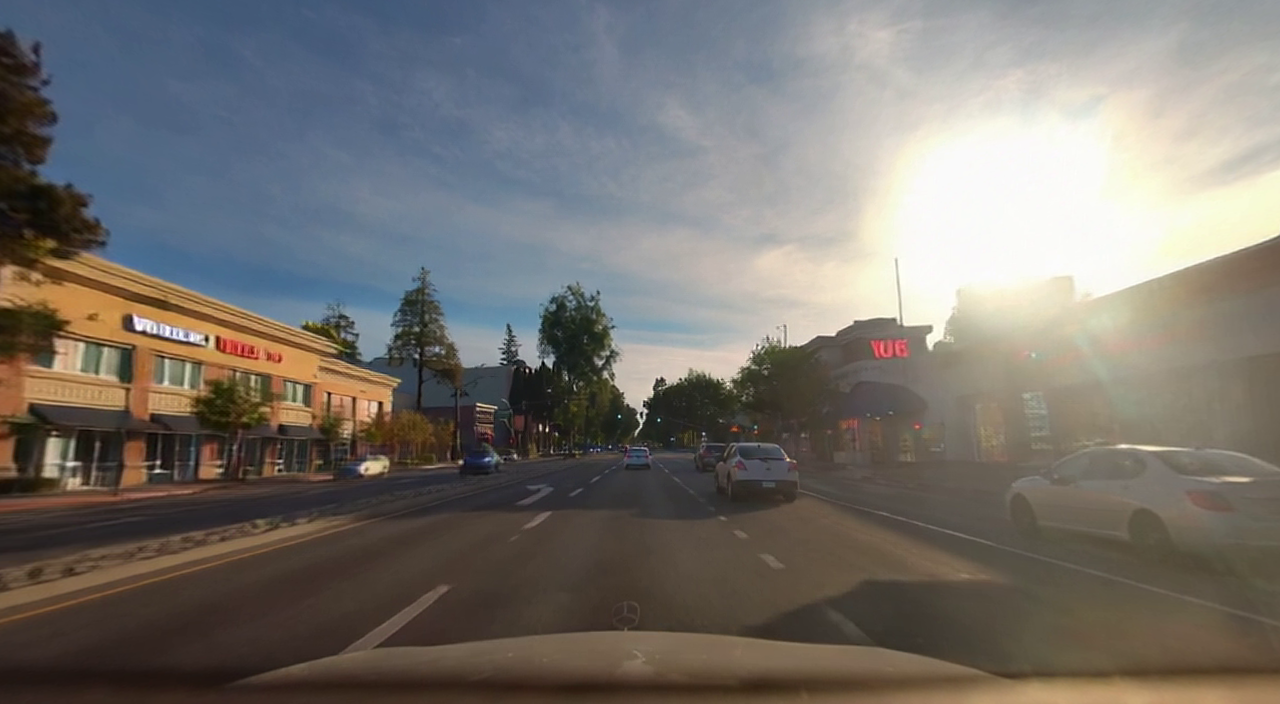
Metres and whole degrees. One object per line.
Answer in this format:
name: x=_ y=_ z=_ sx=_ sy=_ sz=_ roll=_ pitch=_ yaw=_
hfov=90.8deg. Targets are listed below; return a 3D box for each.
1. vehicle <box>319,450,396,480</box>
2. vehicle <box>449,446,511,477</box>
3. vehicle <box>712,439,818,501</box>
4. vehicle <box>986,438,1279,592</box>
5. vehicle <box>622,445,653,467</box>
vehicle: x=-15.851 y=6.352 z=35.733 sx=2.096 sy=1.512 sz=4.755 roll=0 pitch=-8 yaw=1
vehicle: x=-8.306 y=5.687 z=33.224 sx=2.039 sy=1.487 sz=4.437 roll=0 pitch=-8 yaw=0
vehicle: x=3.416 y=3.299 z=18.207 sx=2.072 sy=1.545 sz=4.578 roll=0 pitch=-8 yaw=-1
vehicle: x=6.857 y=1.892 z=8.361 sx=1.952 sy=1.449 sz=4.544 roll=0 pitch=-8 yaw=0
vehicle: x=-0.176 y=7.305 z=44.656 sx=2.052 sy=1.461 sz=4.324 roll=0 pitch=-8 yaw=0
